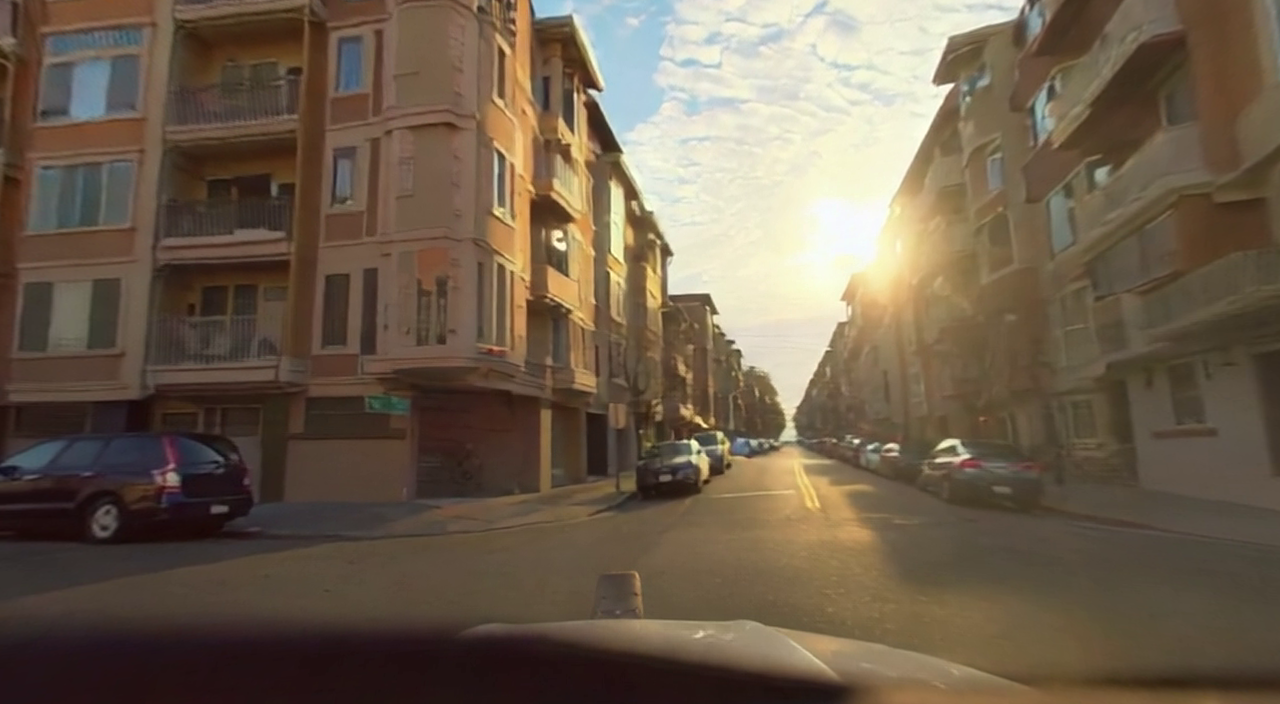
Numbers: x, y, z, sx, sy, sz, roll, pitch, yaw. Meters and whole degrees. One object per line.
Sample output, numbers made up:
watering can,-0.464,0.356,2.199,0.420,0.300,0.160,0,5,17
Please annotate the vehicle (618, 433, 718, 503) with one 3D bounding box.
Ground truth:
vehicle,0.783,2.699,15.241,1.882,1.459,3.518,-2,-8,11

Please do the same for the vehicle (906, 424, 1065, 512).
vehicle,7.051,2.368,13.342,1.868,1.544,3.869,-2,-9,12

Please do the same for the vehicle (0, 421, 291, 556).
vehicle,-7.932,1.870,9.256,4.679,1.631,2.025,-2,-8,14

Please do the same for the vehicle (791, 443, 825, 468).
vehicle,12.596,7.715,47.293,2.341,1.675,4.360,-2,-8,14
